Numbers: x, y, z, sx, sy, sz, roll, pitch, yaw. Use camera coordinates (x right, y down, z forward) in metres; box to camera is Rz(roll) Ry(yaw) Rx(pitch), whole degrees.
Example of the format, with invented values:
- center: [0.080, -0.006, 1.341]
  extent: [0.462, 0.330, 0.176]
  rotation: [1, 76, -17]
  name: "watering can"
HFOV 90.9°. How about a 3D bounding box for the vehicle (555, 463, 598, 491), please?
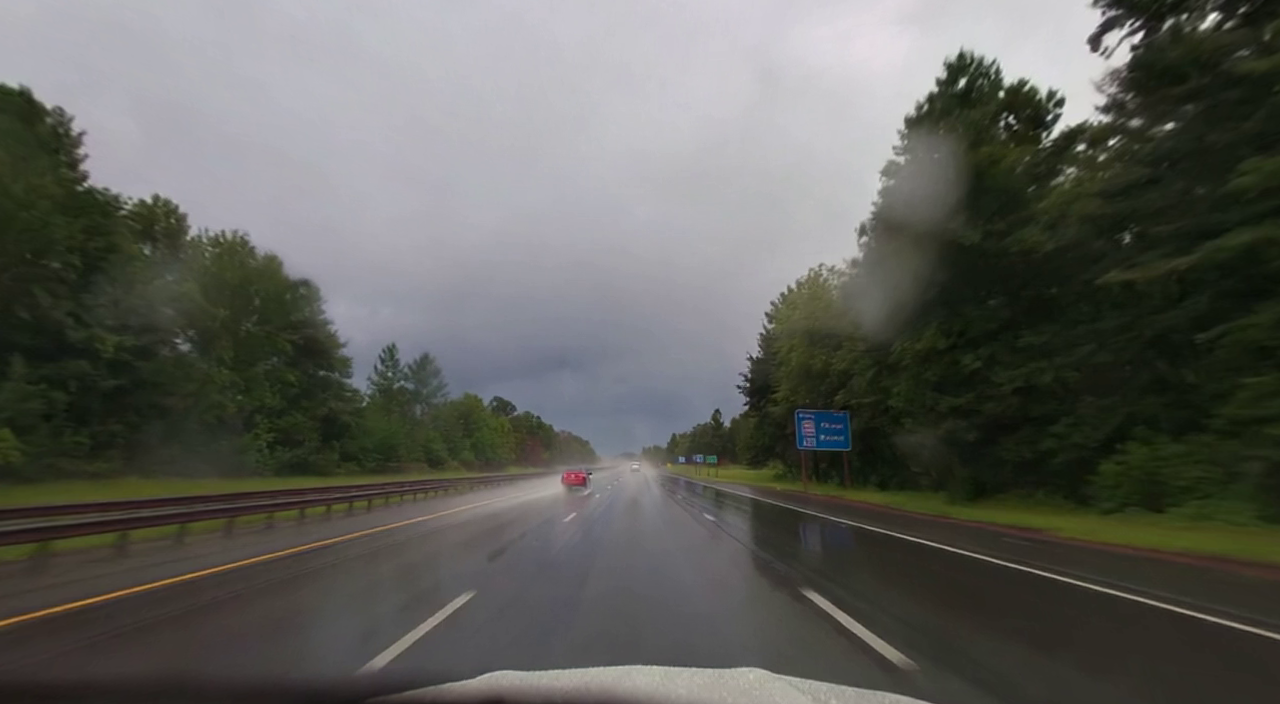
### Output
- center: [-3.781, 7.617, 38.483]
  extent: [2.143, 1.516, 4.552]
  rotation: [1, -11, 0]
  name: "vehicle"
